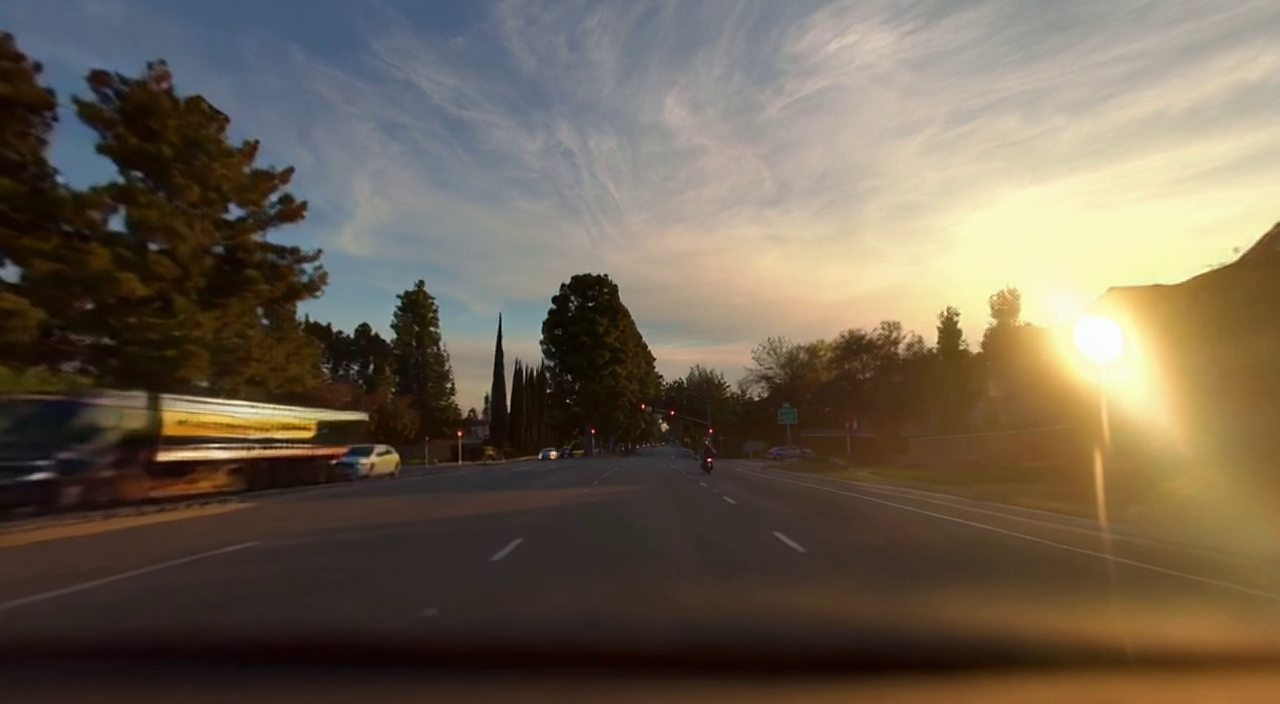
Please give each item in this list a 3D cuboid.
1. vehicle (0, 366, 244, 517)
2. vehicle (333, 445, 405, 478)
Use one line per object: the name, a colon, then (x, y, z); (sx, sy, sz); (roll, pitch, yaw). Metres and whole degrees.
vehicle: (-17.216, 2.931, 20.710); (3.027, 3.971, 8.006); (-1, -8, 1)
vehicle: (-13.560, 5.495, 31.769); (1.899, 1.522, 3.865); (0, -9, 0)
